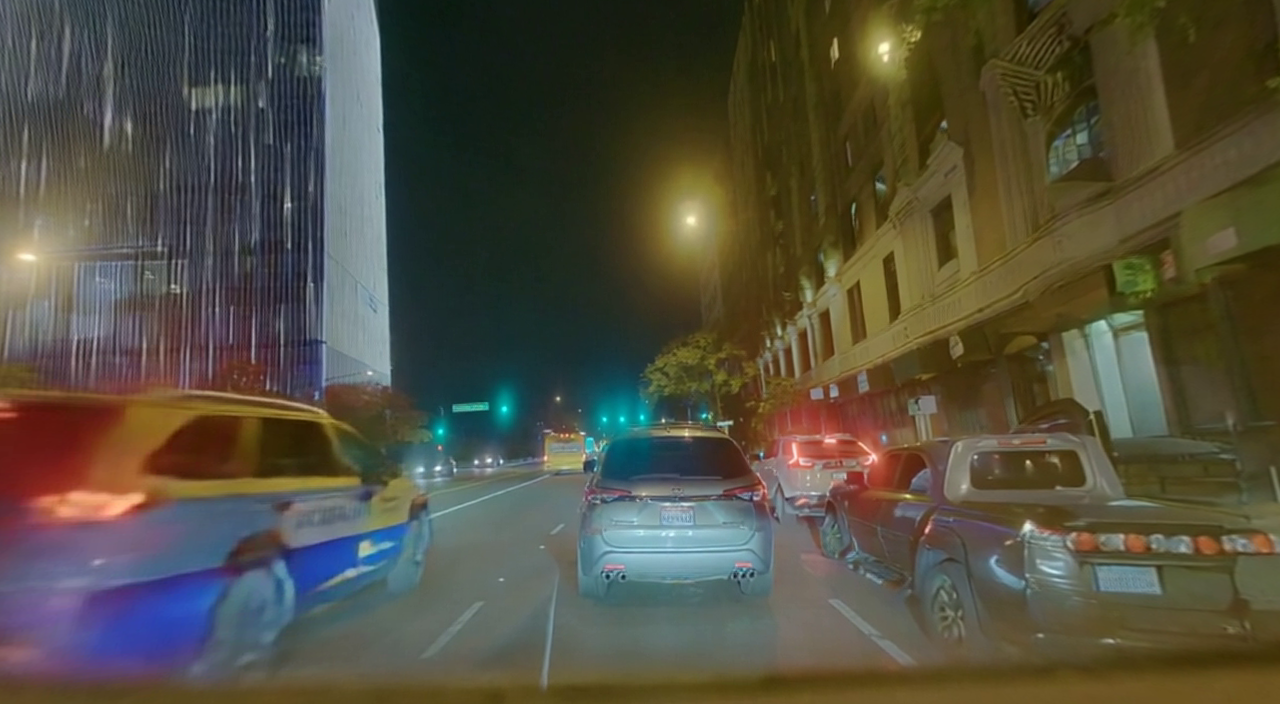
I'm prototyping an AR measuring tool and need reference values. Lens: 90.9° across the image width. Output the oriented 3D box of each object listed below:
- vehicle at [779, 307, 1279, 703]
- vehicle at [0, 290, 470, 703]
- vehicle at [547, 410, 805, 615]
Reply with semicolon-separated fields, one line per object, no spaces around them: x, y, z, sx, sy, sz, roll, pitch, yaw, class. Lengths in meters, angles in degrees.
2.739;1.090;4.909;2.117;1.855;4.794;0;-9;-1;vehicle
-3.203;1.111;4.494;2.375;1.847;5.606;0;-9;0;vehicle
0.229;1.548;6.878;2.045;1.608;3.573;0;-9;-2;vehicle
